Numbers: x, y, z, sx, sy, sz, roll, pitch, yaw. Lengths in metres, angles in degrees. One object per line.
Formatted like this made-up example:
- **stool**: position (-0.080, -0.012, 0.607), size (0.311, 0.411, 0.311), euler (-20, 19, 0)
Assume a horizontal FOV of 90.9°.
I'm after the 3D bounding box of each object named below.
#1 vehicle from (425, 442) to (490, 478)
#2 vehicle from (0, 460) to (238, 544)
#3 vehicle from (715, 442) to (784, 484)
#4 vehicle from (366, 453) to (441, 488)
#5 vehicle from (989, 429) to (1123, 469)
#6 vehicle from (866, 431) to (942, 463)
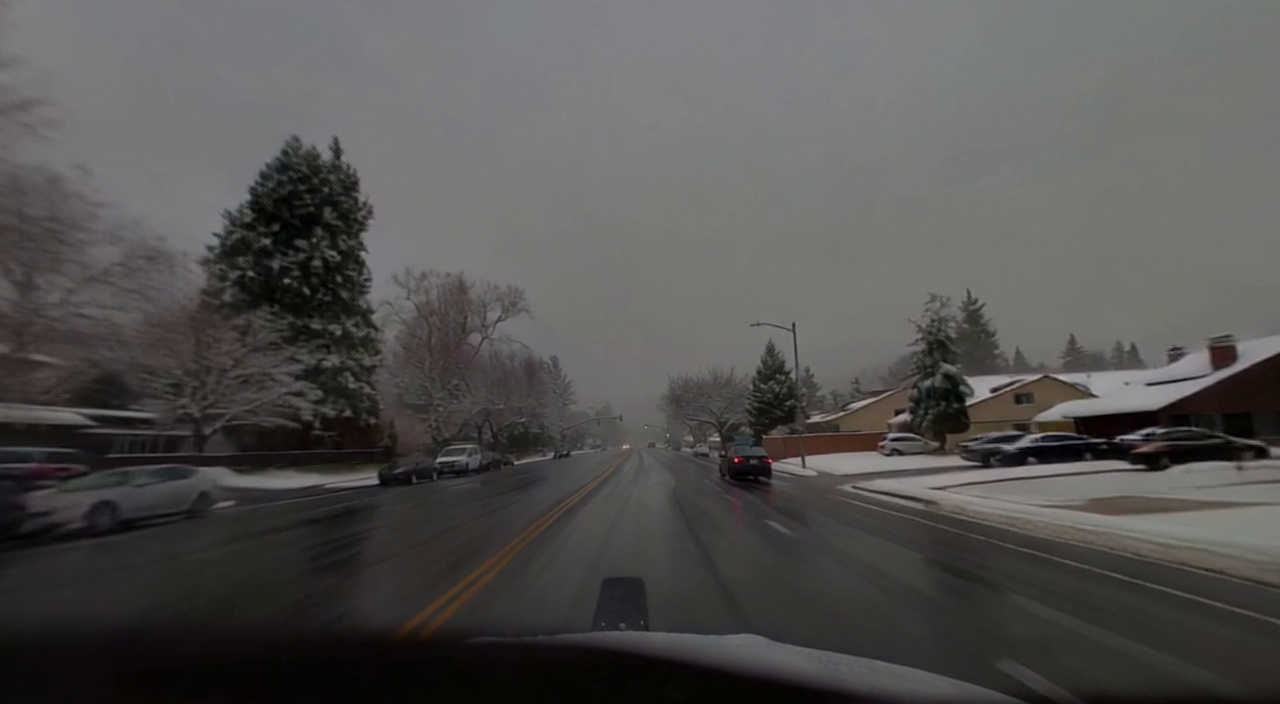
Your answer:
- **vehicle**: position (-10.991, 6.536, 38.500), size (2.180, 1.953, 5.787), euler (-1, -9, 1)
- **vehicle**: position (-10.980, 3.131, 13.731), size (1.784, 1.412, 4.093), euler (0, -9, -1)
- **vehicle**: position (4.260, 4.396, 25.292), size (1.956, 1.492, 4.425), euler (0, -9, 0)
- **vehicle**: position (-10.953, 5.492, 29.553), size (1.829, 1.441, 4.355), euler (0, -9, 0)
- **vehicle**: position (17.218, 4.018, 26.248), size (4.065, 1.557, 2.107), euler (0, -9, 0)
- **vehicle**: position (15.303, 5.550, 36.856), size (2.129, 1.699, 4.906), euler (0, -9, -3)
